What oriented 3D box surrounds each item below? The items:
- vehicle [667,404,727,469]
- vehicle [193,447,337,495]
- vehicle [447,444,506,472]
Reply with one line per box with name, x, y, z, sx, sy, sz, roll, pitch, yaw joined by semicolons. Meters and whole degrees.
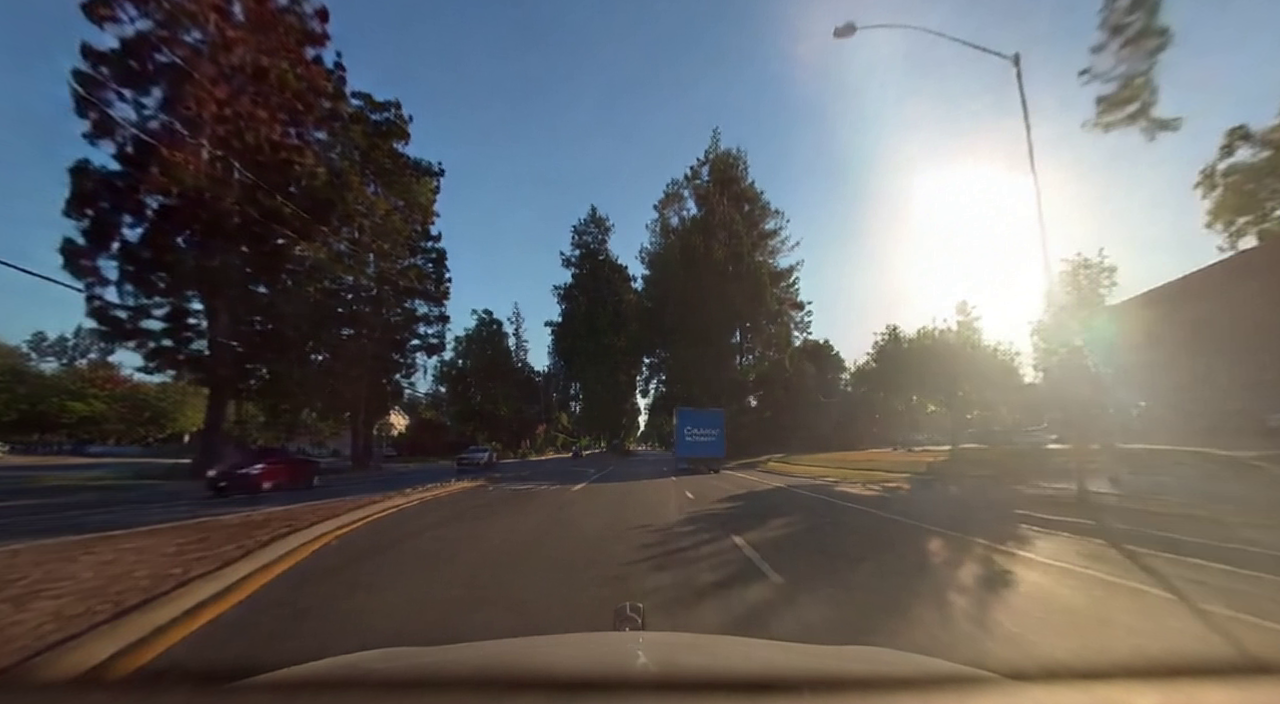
vehicle;3.632;5.725;42.273;2.973;3.848;9.336;0;-8;-1
vehicle;-11.951;3.773;20.392;1.973;1.368;4.253;0;-8;1
vehicle;-8.981;5.867;34.936;2.011;1.460;4.420;0;-8;1
